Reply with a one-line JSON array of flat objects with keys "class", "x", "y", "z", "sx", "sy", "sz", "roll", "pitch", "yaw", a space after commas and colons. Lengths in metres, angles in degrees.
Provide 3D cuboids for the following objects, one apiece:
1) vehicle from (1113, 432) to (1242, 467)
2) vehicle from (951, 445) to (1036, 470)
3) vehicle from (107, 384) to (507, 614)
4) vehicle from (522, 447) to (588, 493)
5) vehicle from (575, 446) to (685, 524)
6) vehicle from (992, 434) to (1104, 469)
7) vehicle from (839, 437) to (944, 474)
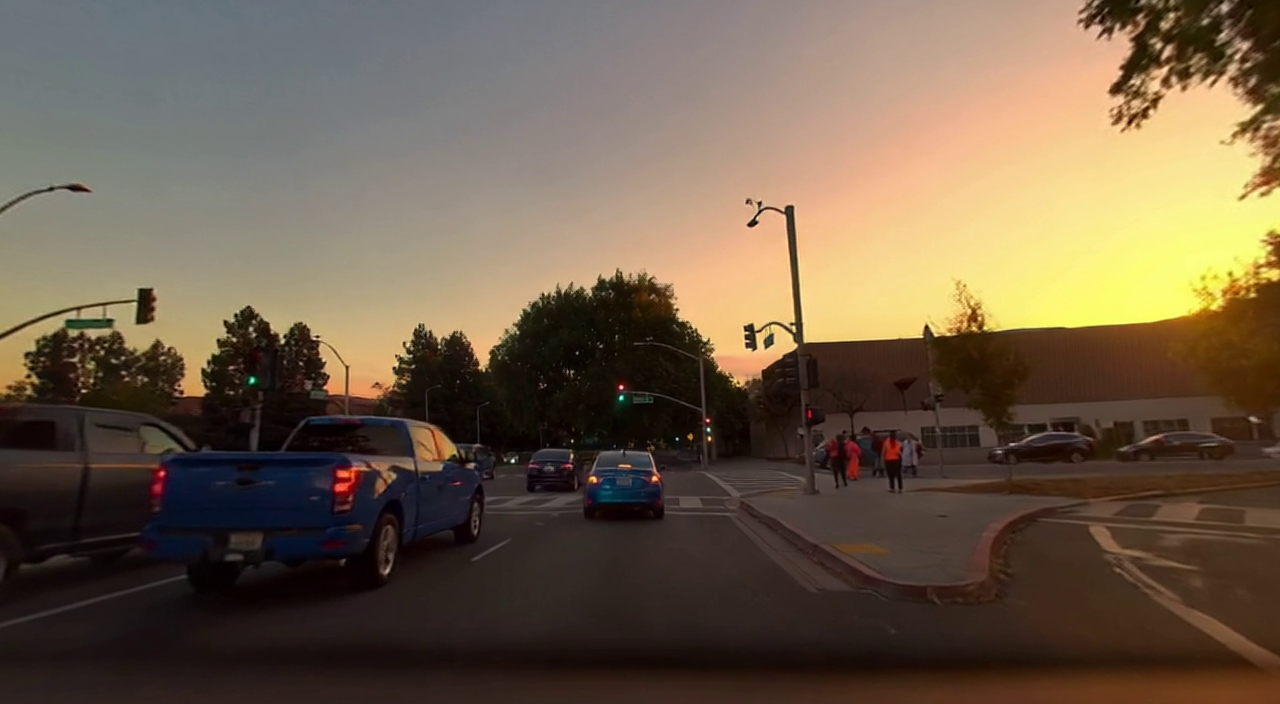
[{"class": "vehicle", "x": 29.165, "y": 5.301, "z": 34.350, "sx": 4.967, "sy": 1.794, "sz": 2.044, "roll": -1, "pitch": -9, "yaw": 3}, {"class": "vehicle", "x": 21.364, "y": 6.389, "z": 38.202, "sx": 3.983, "sy": 1.443, "sz": 1.831, "roll": 0, "pitch": -9, "yaw": 1}, {"class": "vehicle", "x": -3.420, "y": 1.633, "z": 8.005, "sx": 2.202, "sy": 1.961, "sz": 4.980, "roll": 0, "pitch": -9, "yaw": 2}, {"class": "vehicle", "x": -3.314, "y": 4.726, "z": 25.680, "sx": 2.003, "sy": 1.655, "sz": 4.878, "roll": 0, "pitch": -9, "yaw": 0}, {"class": "vehicle", "x": -0.164, "y": 2.940, "z": 14.597, "sx": 2.144, "sy": 1.497, "sz": 4.446, "roll": 0, "pitch": -9, "yaw": 1}, {"class": "vehicle", "x": 22.159, "y": 5.426, "z": 34.376, "sx": 4.529, "sy": 1.786, "sz": 2.110, "roll": -1, "pitch": -9, "yaw": 2}, {"class": "vehicle", "x": 12.436, "y": 5.126, "z": 31.346, "sx": 4.394, "sy": 1.724, "sz": 1.886, "roll": 0, "pitch": -9, "yaw": 1}]
